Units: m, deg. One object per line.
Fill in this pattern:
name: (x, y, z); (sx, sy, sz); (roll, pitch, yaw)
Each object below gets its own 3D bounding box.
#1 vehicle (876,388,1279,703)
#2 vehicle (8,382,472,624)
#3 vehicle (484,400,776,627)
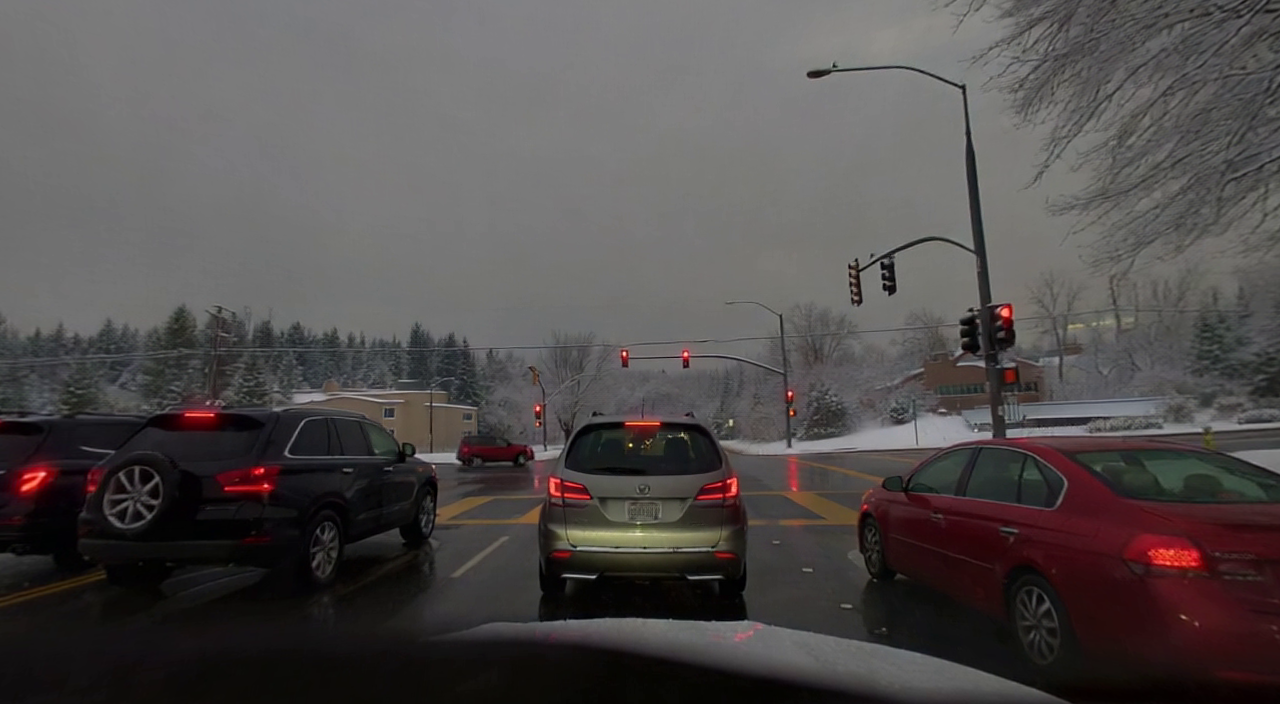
vehicle: (3.584, 1.205, 4.605); (2.010, 1.486, 4.498); (0, -8, 1)
vehicle: (-3.553, 1.422, 6.862); (2.014, 1.755, 4.360); (0, -8, 3)
vehicle: (-0.047, 1.402, 6.307); (2.047, 1.579, 3.642); (0, -8, 1)
